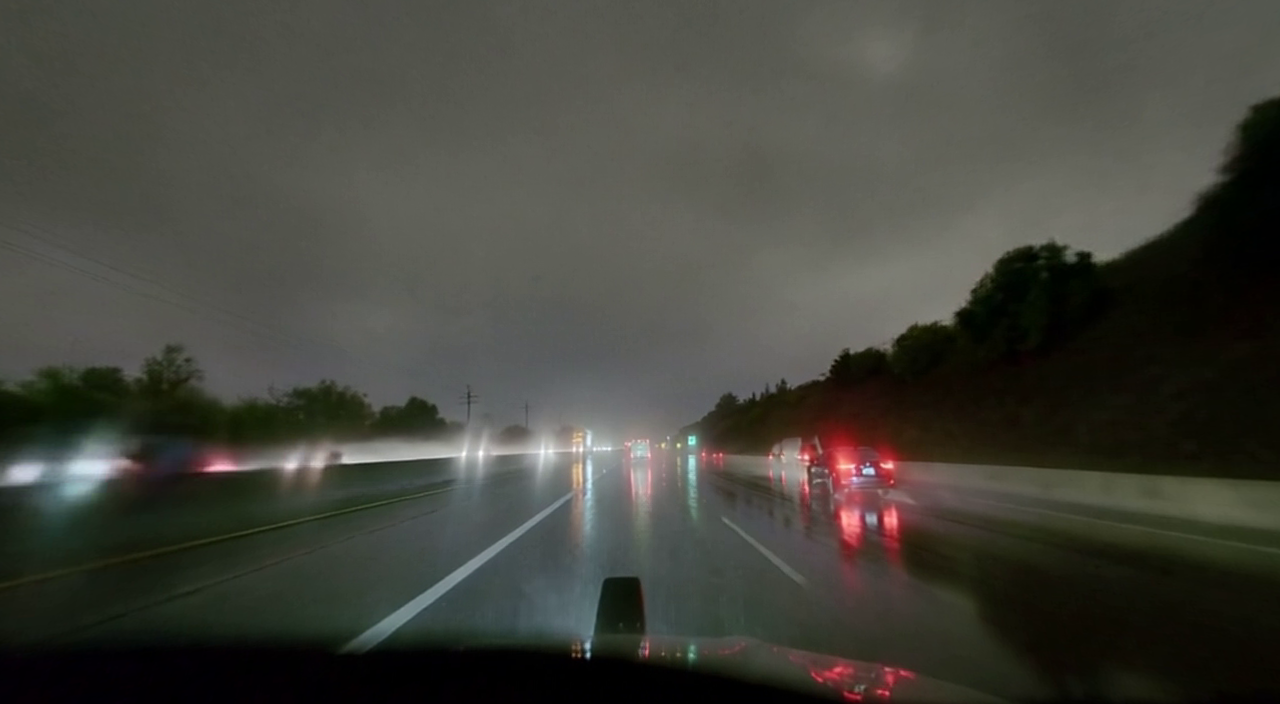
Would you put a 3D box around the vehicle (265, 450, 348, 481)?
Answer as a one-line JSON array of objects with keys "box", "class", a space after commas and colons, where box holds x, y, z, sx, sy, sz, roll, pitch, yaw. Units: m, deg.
[{"box": [-18.104, 6.168, 34.473, 1.926, 1.505, 4.737, 0, -9, 1], "class": "vehicle"}]

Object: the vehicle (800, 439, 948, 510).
[{"box": [5.599, 2.971, 15.745, 1.976, 1.495, 4.217, 0, -9, -1], "class": "vehicle"}]

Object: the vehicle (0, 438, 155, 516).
[{"box": [-14.503, 2.919, 15.119, 2.014, 1.633, 4.543, 0, -9, 0], "class": "vehicle"}]
